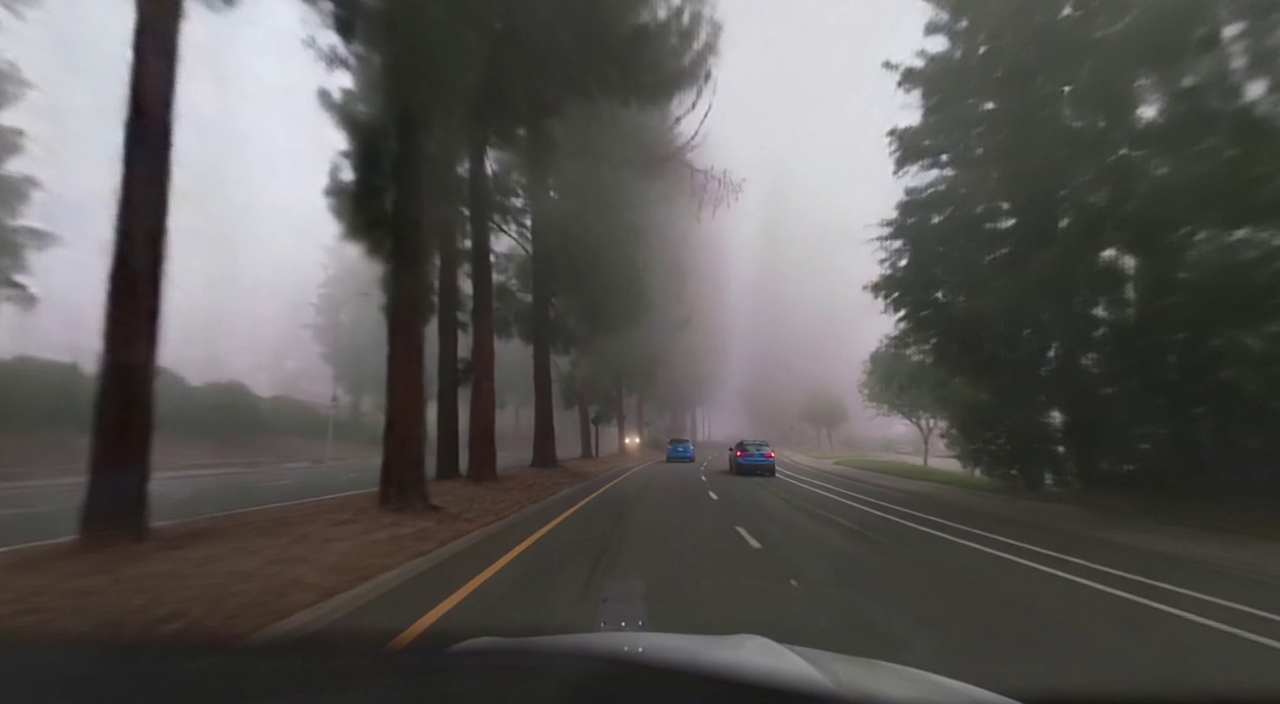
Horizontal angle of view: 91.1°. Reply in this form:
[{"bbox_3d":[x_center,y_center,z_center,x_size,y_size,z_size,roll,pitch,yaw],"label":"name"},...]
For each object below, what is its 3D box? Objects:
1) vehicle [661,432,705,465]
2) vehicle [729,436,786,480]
[{"bbox_3d":[2.608,5.737,37.255,2.251,1.822,4.391,-1,-8,8],"label":"vehicle"},{"bbox_3d":[4.893,4.468,26.749,1.971,1.663,4.287,-1,-8,5],"label":"vehicle"}]
